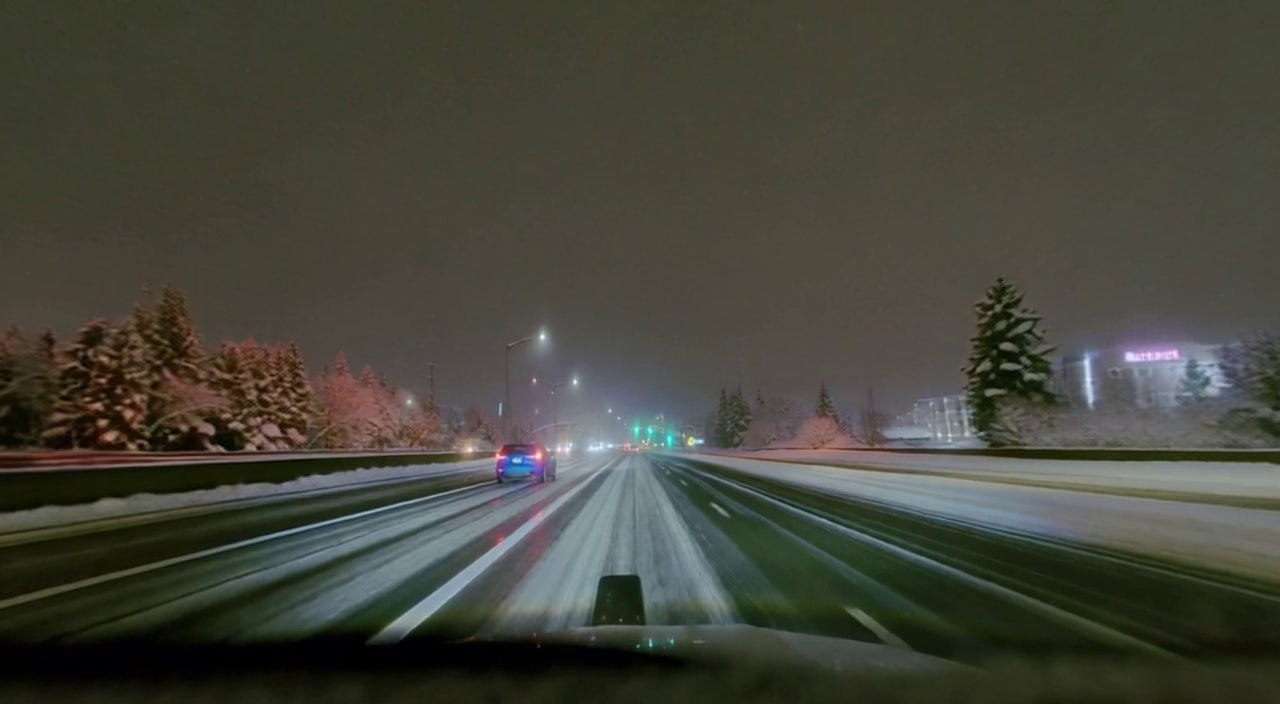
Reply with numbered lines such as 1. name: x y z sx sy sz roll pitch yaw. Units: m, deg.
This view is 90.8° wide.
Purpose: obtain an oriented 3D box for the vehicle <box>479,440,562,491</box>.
1. vehicle: -3.852 3.744 21.153 1.900 1.492 4.495 0 -9 0

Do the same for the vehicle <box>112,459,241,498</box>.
1. vehicle: -20.382 5.559 28.114 2.086 1.479 4.780 0 -9 0
